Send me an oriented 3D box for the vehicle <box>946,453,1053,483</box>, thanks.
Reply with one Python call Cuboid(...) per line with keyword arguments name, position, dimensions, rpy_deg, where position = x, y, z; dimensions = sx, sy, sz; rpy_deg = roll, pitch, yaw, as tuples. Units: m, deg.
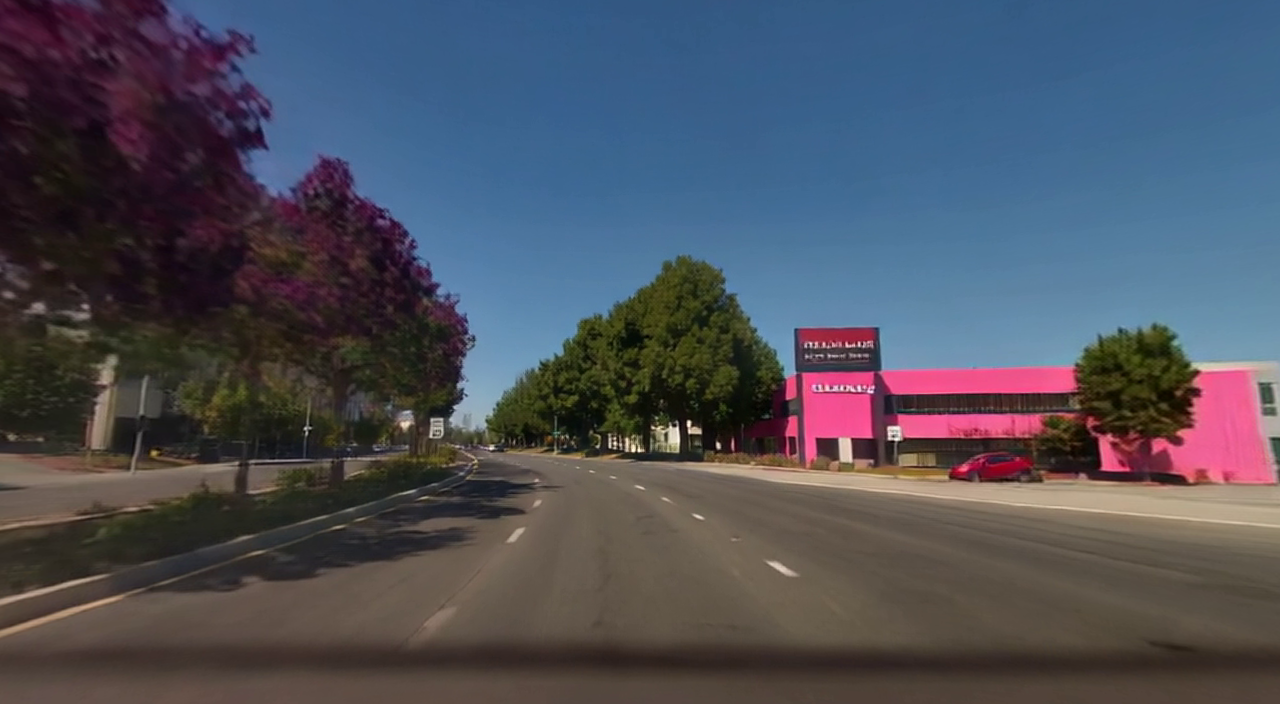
Cuboid(name="vehicle", position=(21.003, 6.811, 36.998), dimensions=(4.946, 1.656, 2.139), rpy_deg=(0, -9, 2))
